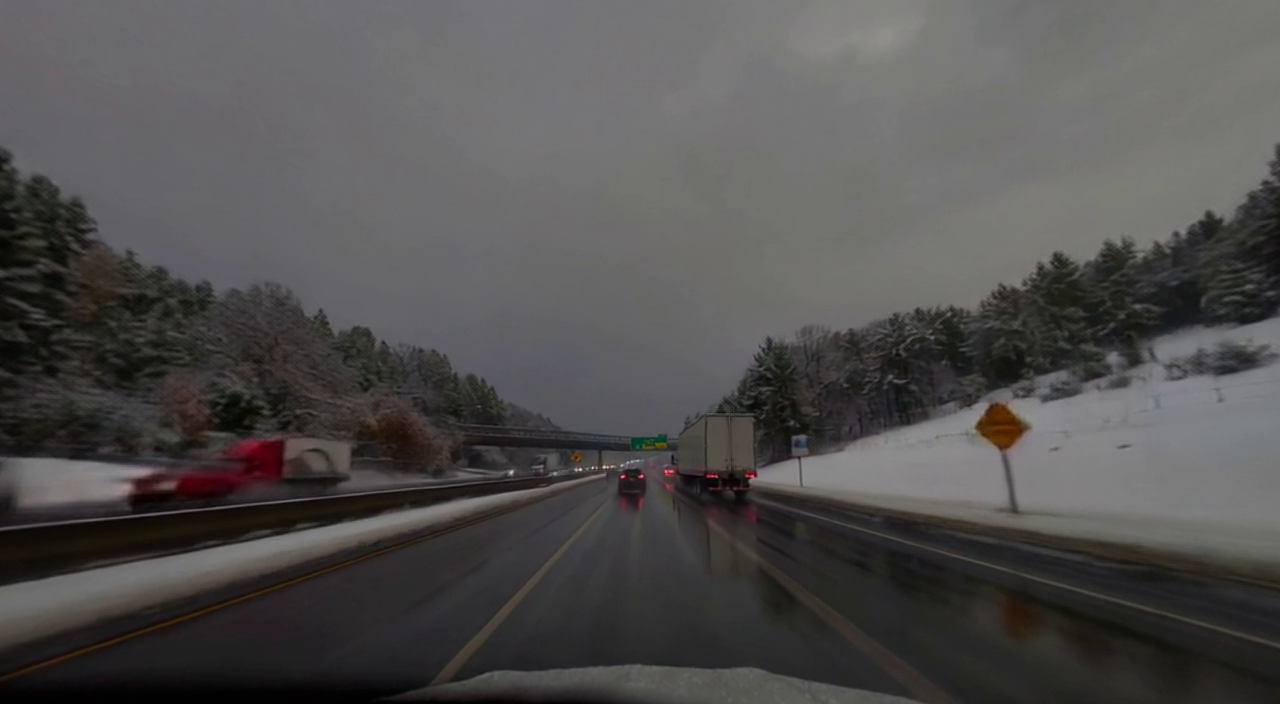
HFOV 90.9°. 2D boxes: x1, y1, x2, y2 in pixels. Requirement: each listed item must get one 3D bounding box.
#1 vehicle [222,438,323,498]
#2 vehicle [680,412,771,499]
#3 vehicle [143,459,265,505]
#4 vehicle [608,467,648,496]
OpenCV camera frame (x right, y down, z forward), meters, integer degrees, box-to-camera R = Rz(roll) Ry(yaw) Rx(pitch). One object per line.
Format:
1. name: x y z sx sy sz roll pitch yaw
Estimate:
1. vehicle: -19.243 6.111 33.283 2.359 2.885 4.644 0 -10 0
2. vehicle: 4.480 6.188 36.811 3.218 4.001 14.492 1 -10 0
3. vehicle: -19.168 5.719 28.028 1.951 1.803 4.680 1 -10 1
4. vehicle: -0.647 7.010 34.296 2.010 1.436 3.973 1 -10 -1
